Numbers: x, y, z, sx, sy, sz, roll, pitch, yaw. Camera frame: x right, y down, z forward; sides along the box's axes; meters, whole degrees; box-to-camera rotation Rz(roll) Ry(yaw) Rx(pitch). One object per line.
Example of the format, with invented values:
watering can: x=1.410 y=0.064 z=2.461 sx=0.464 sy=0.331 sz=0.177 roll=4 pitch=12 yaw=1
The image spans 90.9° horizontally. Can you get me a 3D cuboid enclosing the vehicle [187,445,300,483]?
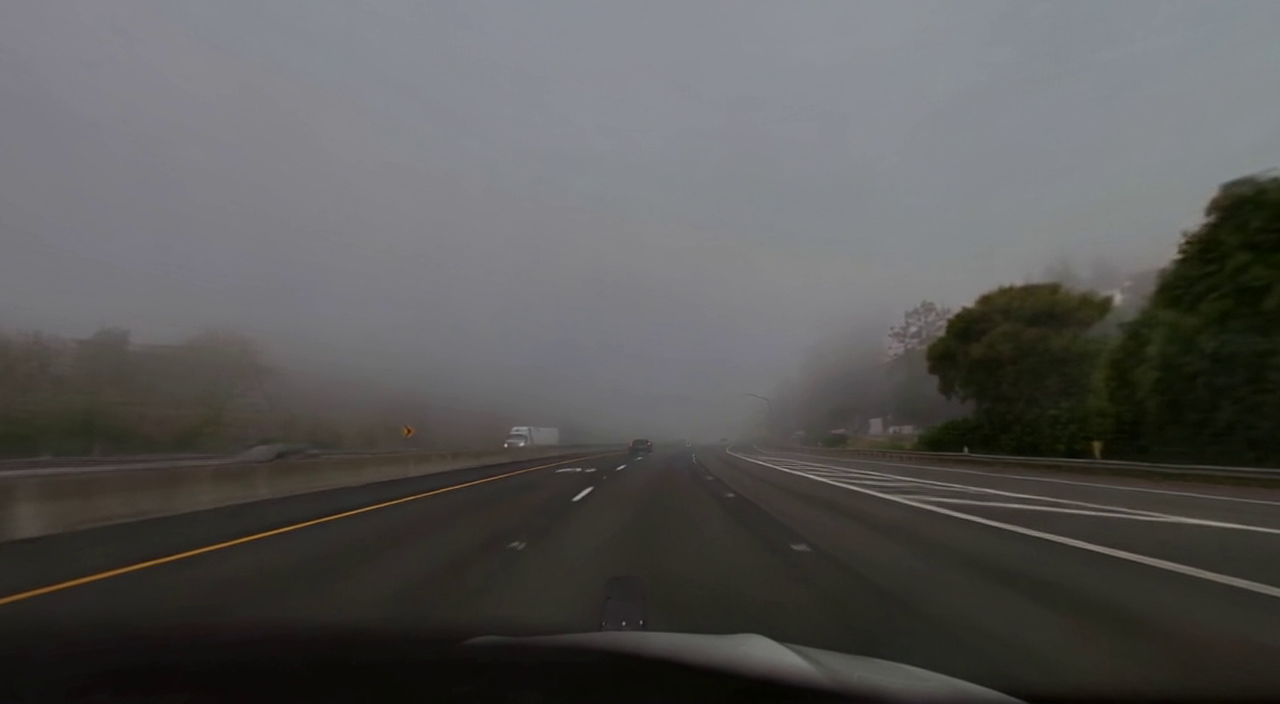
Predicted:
vehicle: x=-17.174 y=4.841 z=27.613 sx=1.945 sy=1.523 sz=4.392 roll=0 pitch=-8 yaw=2
